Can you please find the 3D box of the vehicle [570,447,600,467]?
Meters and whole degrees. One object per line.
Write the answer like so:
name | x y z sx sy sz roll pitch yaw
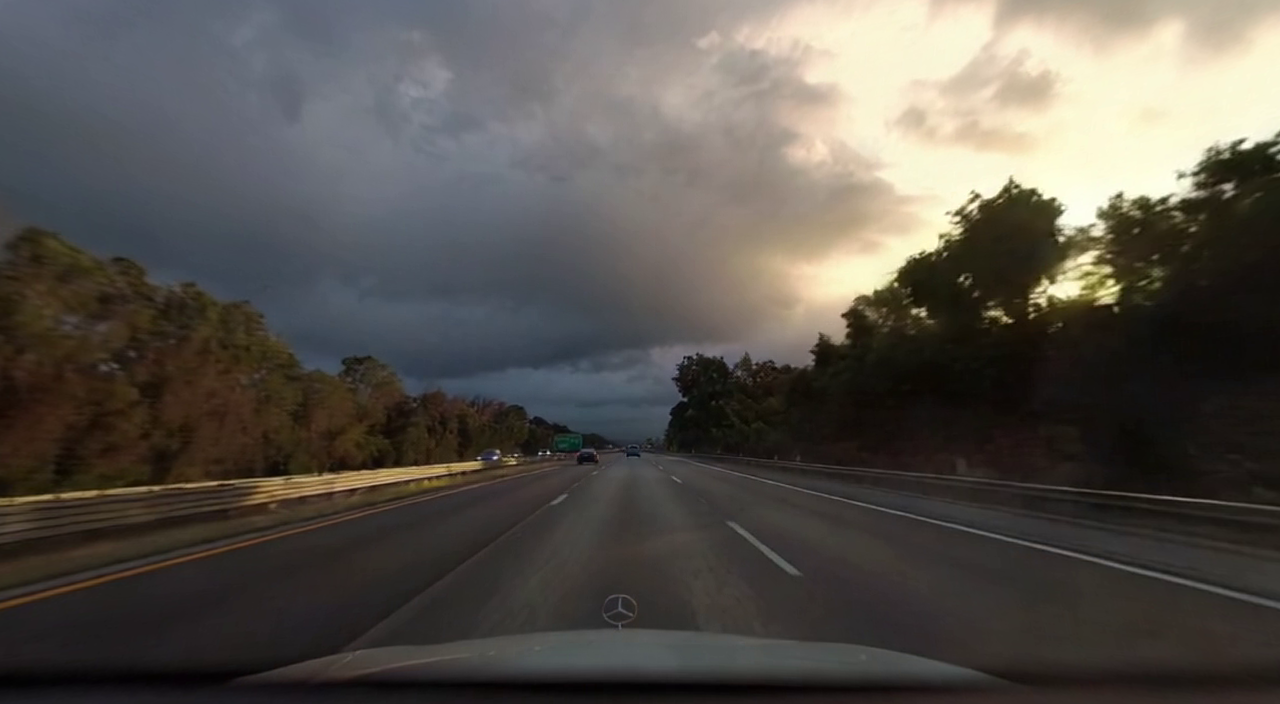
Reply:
vehicle | -4.245 8.222 49.214 1.970 1.492 3.944 0 -9 0
